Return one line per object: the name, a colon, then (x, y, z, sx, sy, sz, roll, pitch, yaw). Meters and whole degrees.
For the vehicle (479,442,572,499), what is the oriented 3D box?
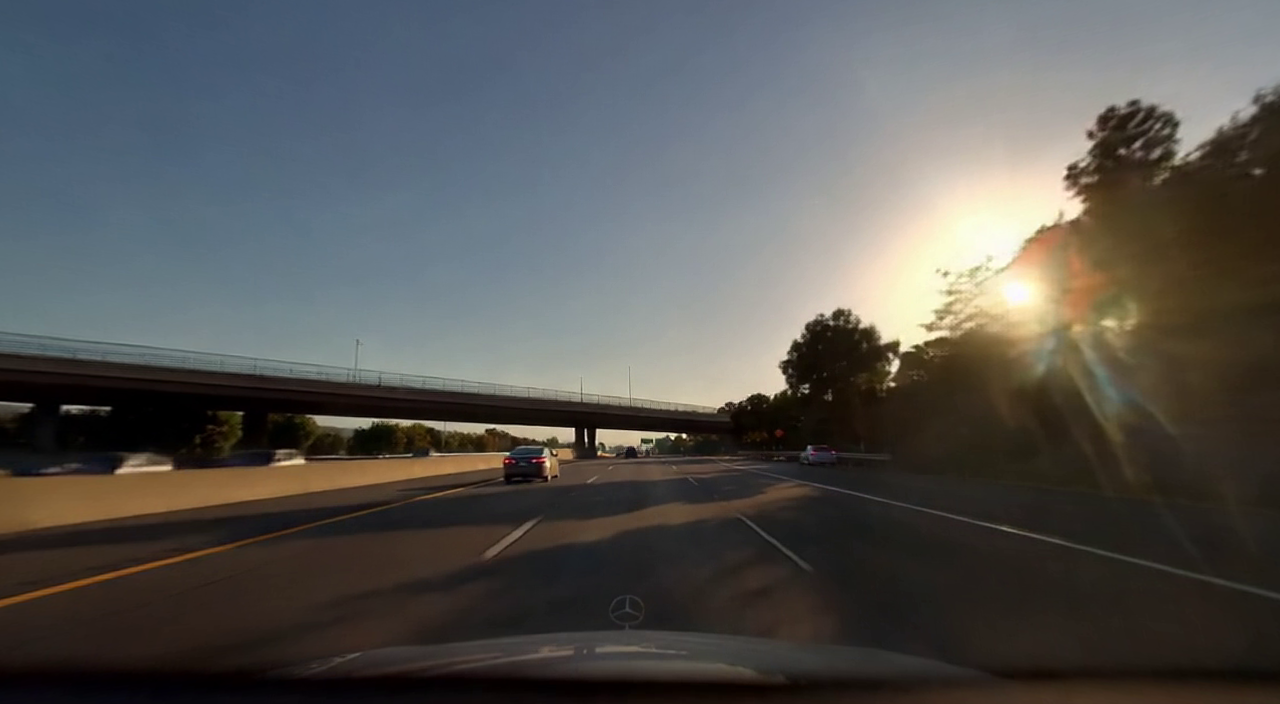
vehicle: (-3.305, 3.484, 18.958, 1.968, 1.504, 3.892, 0, -8, 1)

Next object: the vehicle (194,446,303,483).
vehicle: (-17.902, 5.123, 29.140, 1.967, 1.548, 4.652, 0, -8, 1)

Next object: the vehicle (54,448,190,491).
vehicle: (-21.991, 4.979, 27.070, 1.919, 1.636, 4.540, 0, -8, 1)
